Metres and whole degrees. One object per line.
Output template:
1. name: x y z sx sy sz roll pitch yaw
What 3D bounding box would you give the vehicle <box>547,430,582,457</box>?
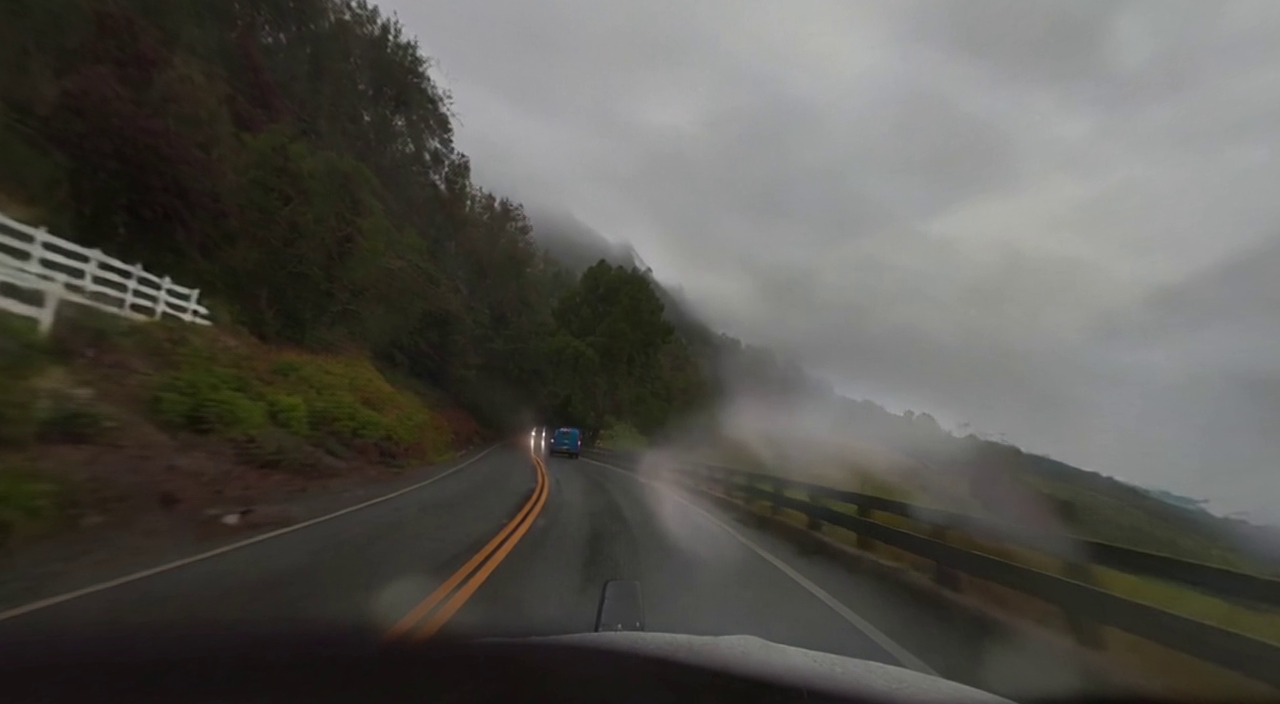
1. vehicle: -5.864 7.050 48.500 2.439 1.912 5.605 1 -9 -9
